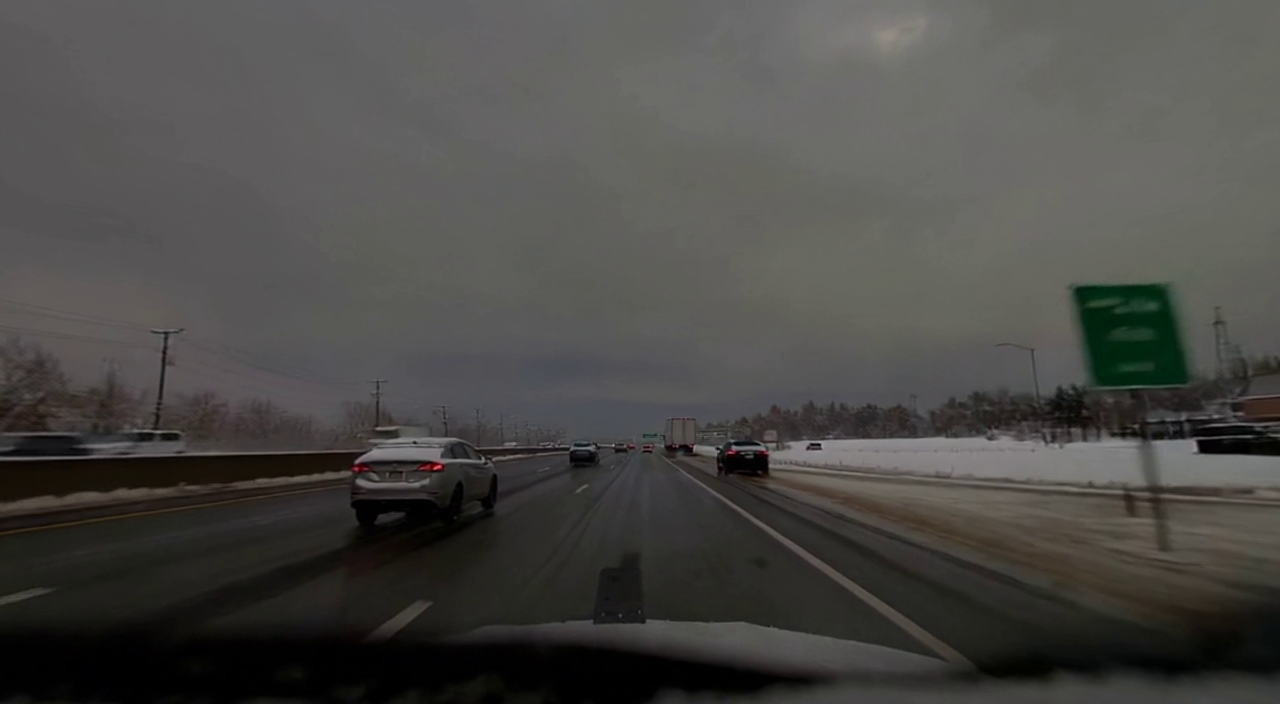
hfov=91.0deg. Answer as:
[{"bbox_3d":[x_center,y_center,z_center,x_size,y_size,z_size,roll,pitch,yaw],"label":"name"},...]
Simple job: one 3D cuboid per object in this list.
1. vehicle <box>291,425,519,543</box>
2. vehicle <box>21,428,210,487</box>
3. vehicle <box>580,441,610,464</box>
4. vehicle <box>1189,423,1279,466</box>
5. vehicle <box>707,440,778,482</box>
[{"bbox_3d":[-3.478,2.049,10.381,2.008,1.504,4.264,0,-9,1],"label":"vehicle"},{"bbox_3d":[-16.197,3.293,19.850,2.010,1.624,4.481,1,-9,0],"label":"vehicle"},{"bbox_3d":[-3.333,7.608,47.732,2.001,1.577,4.055,1,-9,0],"label":"vehicle"},{"bbox_3d":[36.265,5.441,36.917,5.729,2.378,2.285,0,-9,2],"label":"vehicle"},{"bbox_3d":[4.117,4.461,26.069,2.135,1.532,4.506,1,-9,-1],"label":"vehicle"}]
